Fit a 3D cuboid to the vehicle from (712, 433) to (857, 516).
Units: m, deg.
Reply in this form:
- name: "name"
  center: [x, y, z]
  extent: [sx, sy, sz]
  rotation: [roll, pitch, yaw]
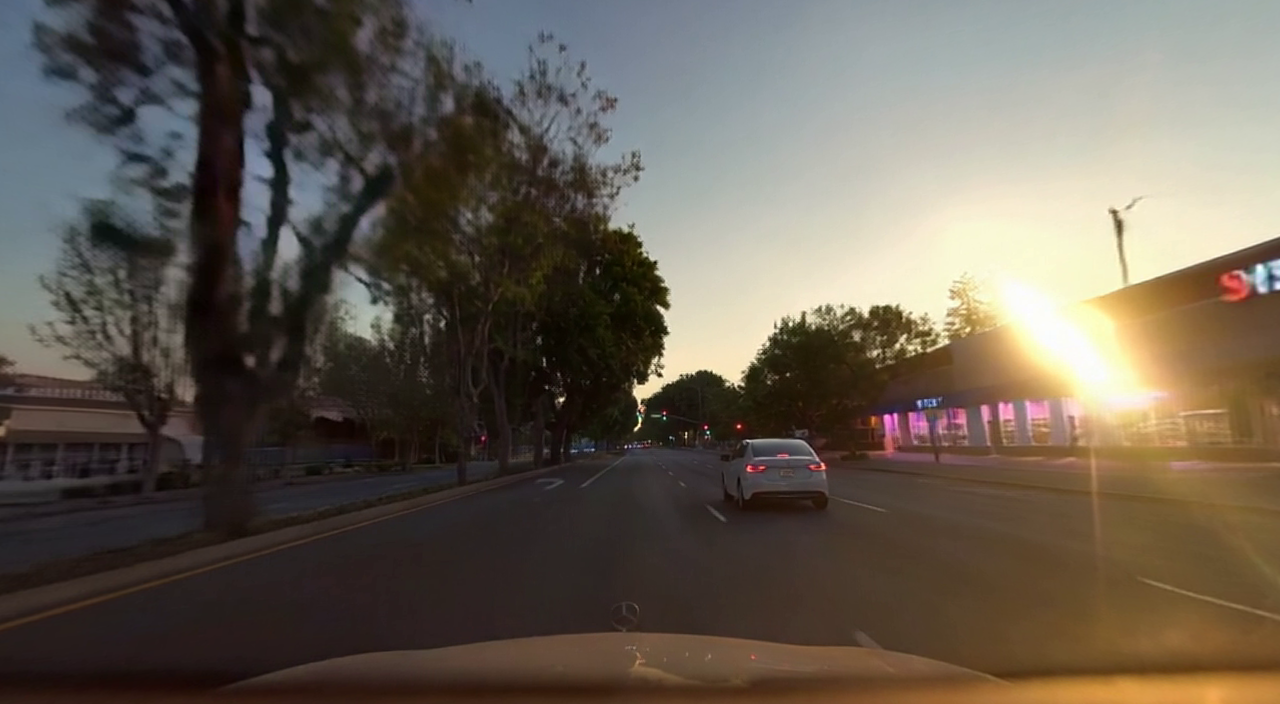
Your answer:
- name: "vehicle"
  center: [2.889, 2.568, 13.749]
  extent: [2.015, 1.479, 4.444]
  rotation: [0, -9, -1]
